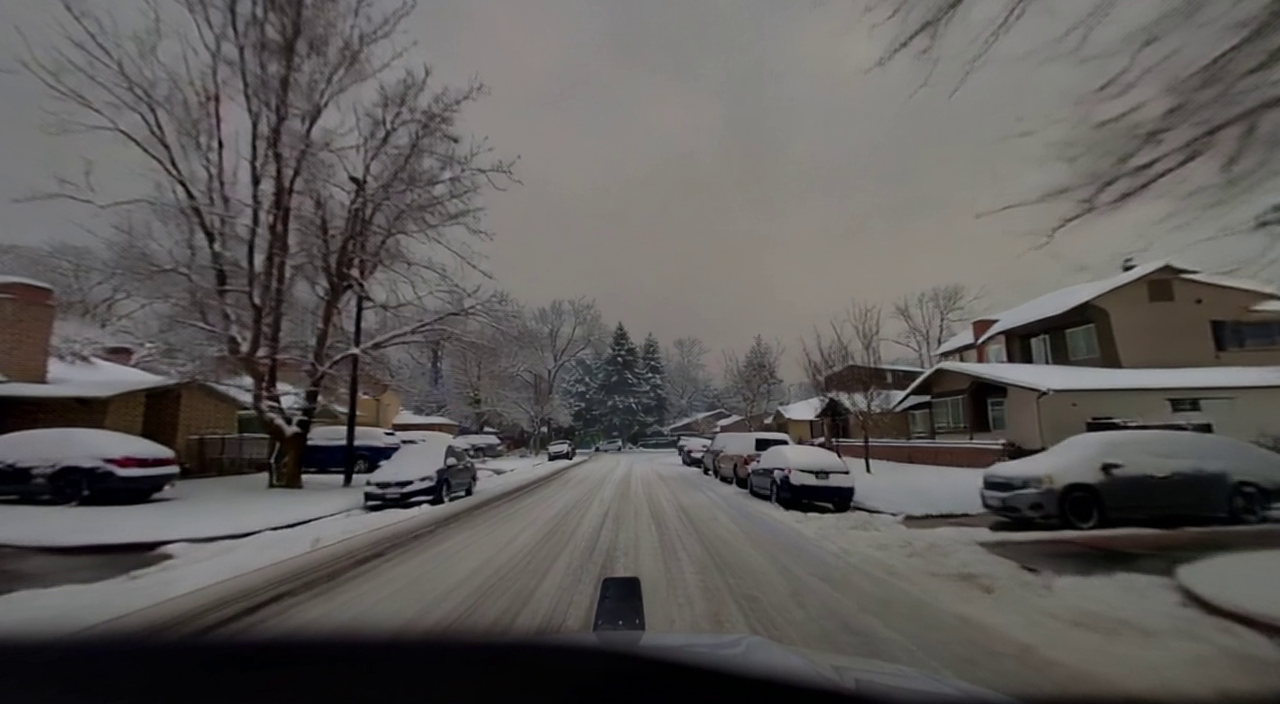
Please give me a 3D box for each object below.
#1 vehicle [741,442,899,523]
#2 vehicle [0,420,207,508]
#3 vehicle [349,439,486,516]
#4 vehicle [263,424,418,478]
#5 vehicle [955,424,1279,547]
[{"bbox_3d":[3.752,2.789,14.237,2.042,1.456,4.903,0,-8,-1],"label":"vehicle"},{"bbox_3d":[-11.100,2.039,11.699,4.609,1.463,2.023,0,-8,-3],"label":"vehicle"},{"bbox_3d":[-5.267,2.977,15.608,1.943,1.602,4.172,0,-8,-1],"label":"vehicle"},{"bbox_3d":[-10.988,3.660,23.536,4.641,1.844,2.243,0,-8,-6],"label":"vehicle"},{"bbox_3d":[7.322,1.791,8.822,4.818,1.502,1.867,0,-8,1],"label":"vehicle"}]
